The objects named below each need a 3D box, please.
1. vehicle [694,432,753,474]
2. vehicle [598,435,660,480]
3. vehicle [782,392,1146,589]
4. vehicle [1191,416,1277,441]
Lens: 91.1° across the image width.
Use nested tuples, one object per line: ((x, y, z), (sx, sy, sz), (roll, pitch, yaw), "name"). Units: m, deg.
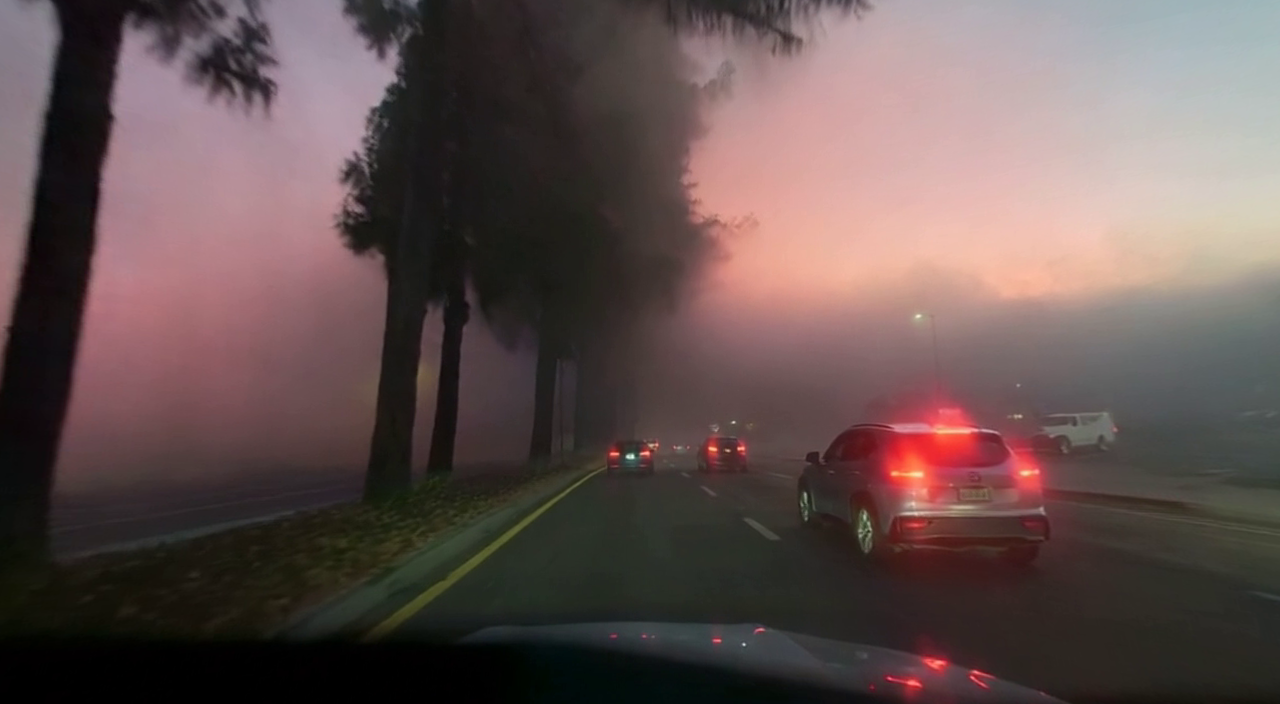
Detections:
((3.612, 4.453, 27.934), (1.982, 1.709, 4.427), (0, -8, -1), "vehicle")
((-0.357, 3.877, 23.380), (2.111, 1.506, 4.018), (0, -8, 0), "vehicle")
((3.330, 1.530, 7.715), (2.130, 1.718, 4.310), (0, -8, 0), "vehicle")
((39.876, 5.188, 42.286), (1.839, 1.506, 4.108), (0, -8, 2), "vehicle")
